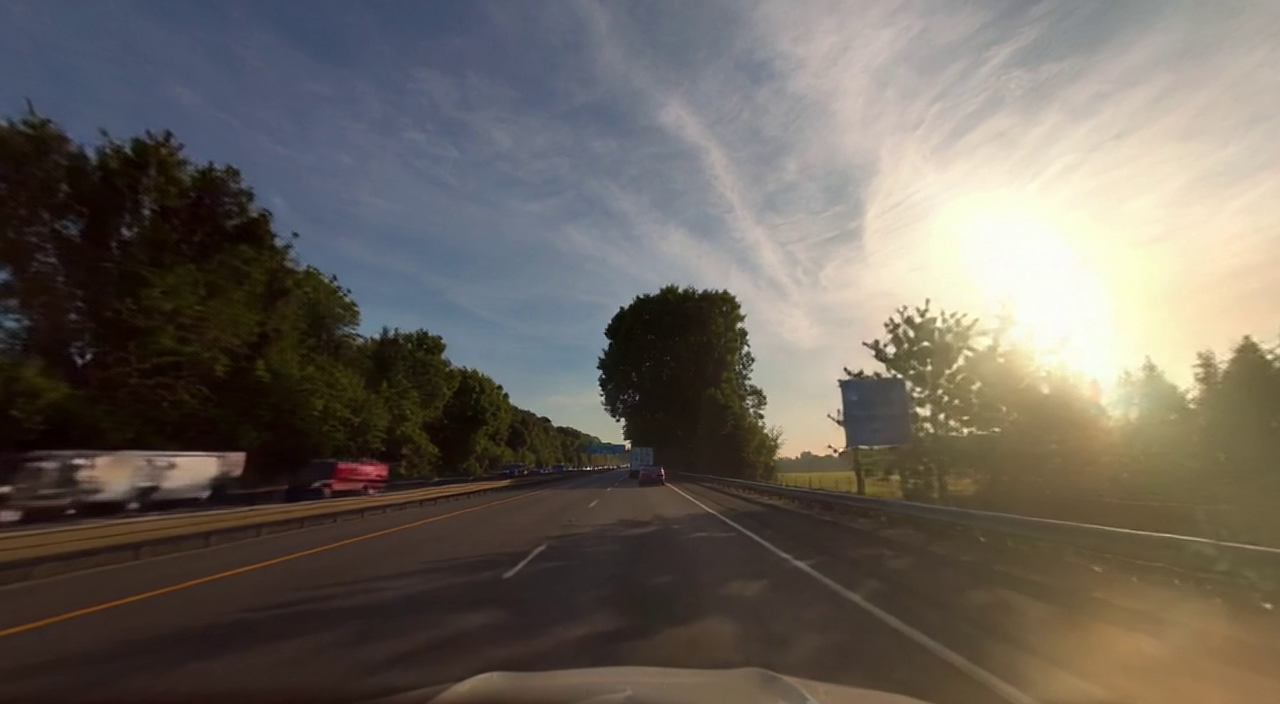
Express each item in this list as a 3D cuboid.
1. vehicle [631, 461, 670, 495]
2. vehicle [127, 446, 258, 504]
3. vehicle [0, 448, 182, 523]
[{"bbox_3d":[0.553,6.914,34.760,2.048,1.663,4.377,1,-10,0],"label":"vehicle"},{"bbox_3d":[-16.433,4.557,23.401,2.019,1.928,3.657,0,-10,1],"label":"vehicle"},{"bbox_3d":[-16.350,3.762,18.181,2.028,1.777,5.635,1,-10,0],"label":"vehicle"}]
